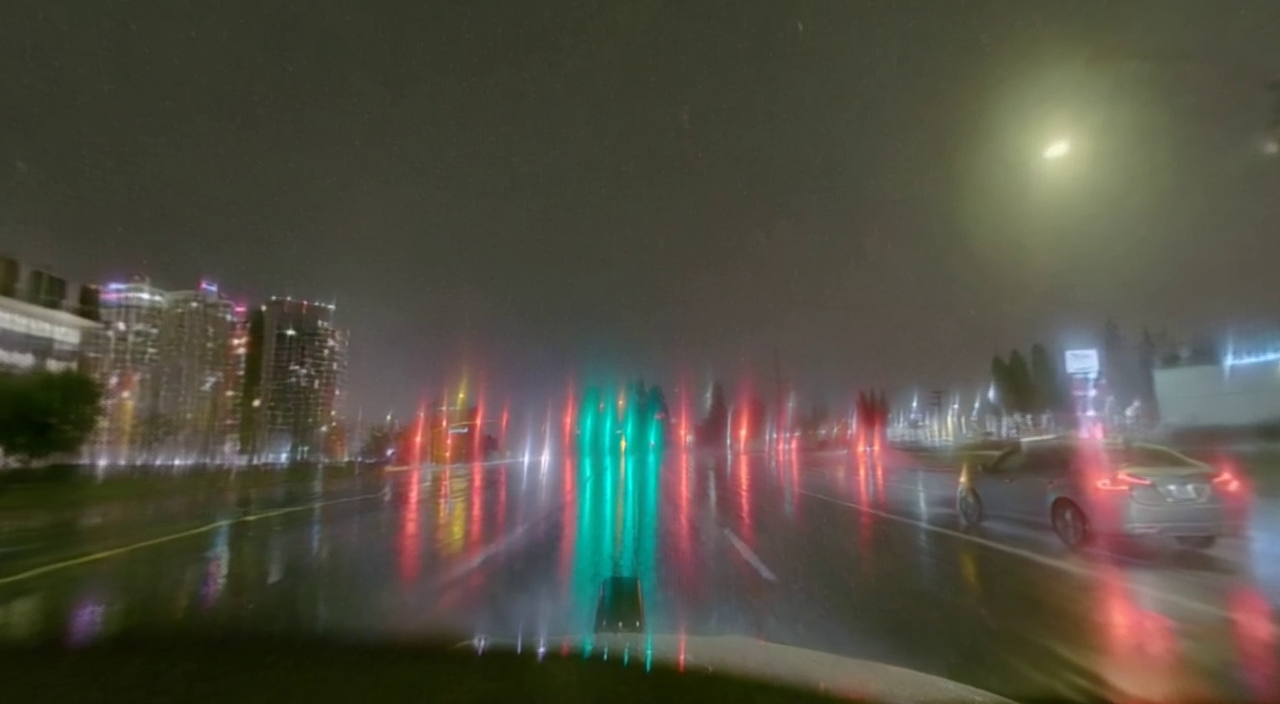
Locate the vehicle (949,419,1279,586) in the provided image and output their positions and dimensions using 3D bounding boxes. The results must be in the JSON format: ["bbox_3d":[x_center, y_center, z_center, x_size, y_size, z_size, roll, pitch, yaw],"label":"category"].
[{"bbox_3d":[6.123,1.696,8.033,2.070,1.491,4.575,0,-9,0],"label":"vehicle"}]
